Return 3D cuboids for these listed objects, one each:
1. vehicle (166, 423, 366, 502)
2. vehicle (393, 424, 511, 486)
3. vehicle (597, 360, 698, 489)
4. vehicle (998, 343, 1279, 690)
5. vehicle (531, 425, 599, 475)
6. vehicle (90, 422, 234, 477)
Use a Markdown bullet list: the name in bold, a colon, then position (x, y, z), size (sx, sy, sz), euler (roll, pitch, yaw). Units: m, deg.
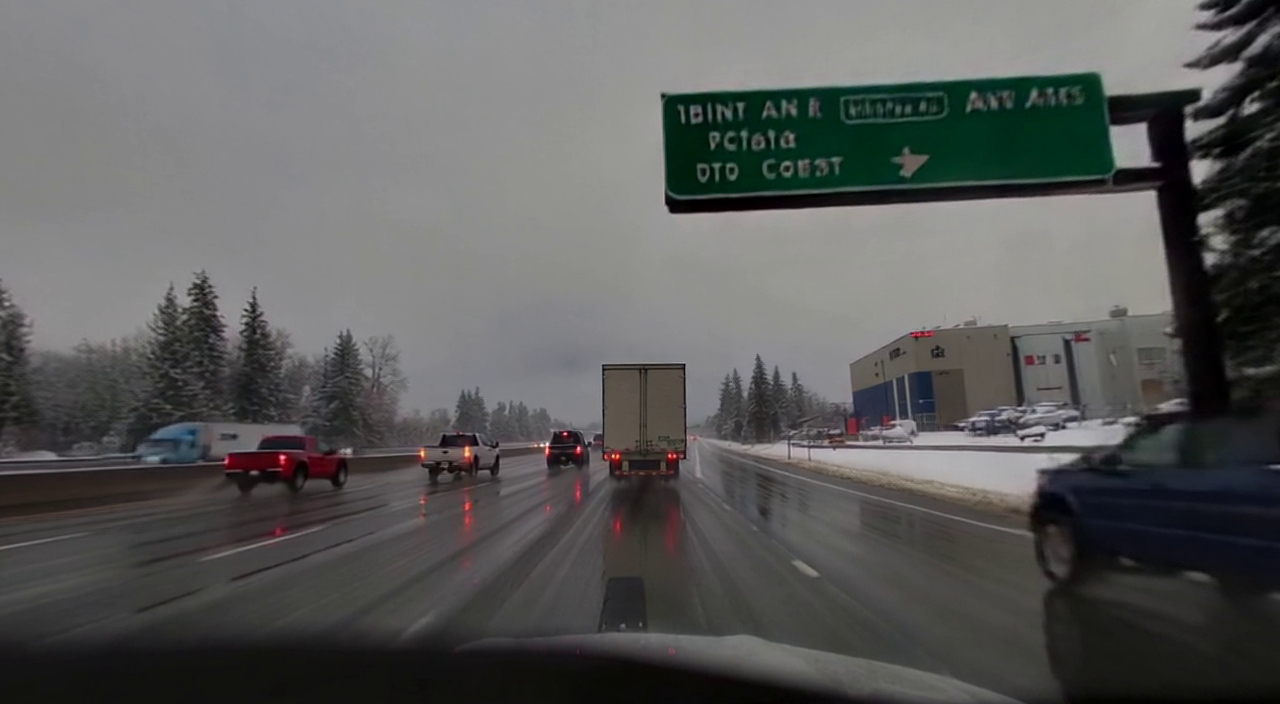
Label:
- **vehicle**: position (-10.298, 3.102, 18.178), size (2.089, 1.885, 5.888), euler (0, -9, 1)
- **vehicle**: position (-6.695, 3.796, 23.443), size (2.479, 1.978, 5.952), euler (0, -9, 1)
- **vehicle**: position (0.173, 2.851, 23.531), size (2.941, 3.794, 9.851), euler (0, -9, -1)
- **vehicle**: position (4.418, 0.878, 3.422), size (2.137, 1.796, 4.817), euler (0, -9, 1)
- **vehicle**: position (-3.378, 4.618, 29.786), size (2.379, 2.075, 6.169), euler (0, -9, 1)
- **vehicle**: position (-28.403, 5.864, 38.053), size (2.888, 3.005, 7.363), euler (0, -9, 0)
